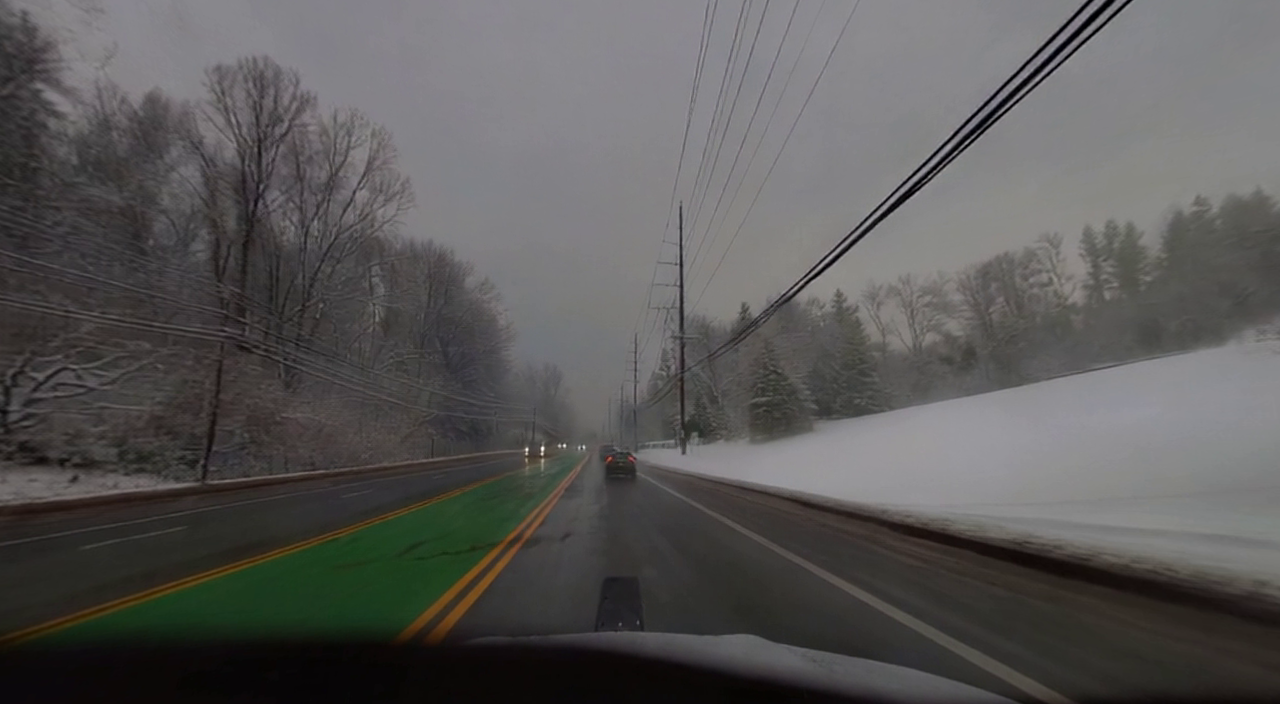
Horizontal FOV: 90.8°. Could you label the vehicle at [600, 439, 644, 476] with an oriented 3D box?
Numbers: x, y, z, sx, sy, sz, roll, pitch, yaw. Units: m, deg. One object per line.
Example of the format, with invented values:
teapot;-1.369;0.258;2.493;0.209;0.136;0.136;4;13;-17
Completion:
vehicle;-1.046;5.528;33.225;2.140;1.767;4.720;0;-9;-4
